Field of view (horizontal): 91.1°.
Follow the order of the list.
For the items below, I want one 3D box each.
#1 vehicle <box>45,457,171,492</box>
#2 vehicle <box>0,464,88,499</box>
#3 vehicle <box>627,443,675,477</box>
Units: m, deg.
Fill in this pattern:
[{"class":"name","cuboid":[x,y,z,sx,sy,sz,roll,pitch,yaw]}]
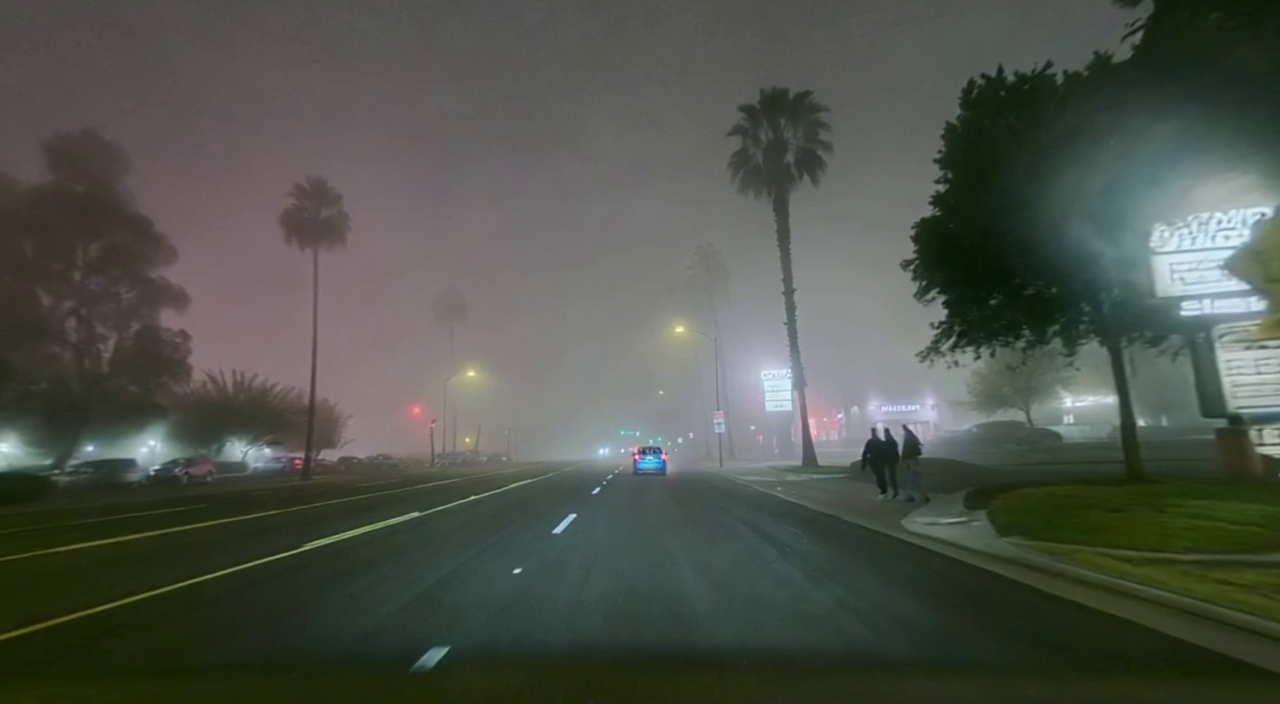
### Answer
[{"class":"vehicle","cuboid":[-27.872,6.410,32.982,4.756,1.727,1.994,0,-9,1]},{"class":"vehicle","cuboid":[-32.330,6.869,33.560,1.810,1.468,4.585,1,-8,-5]},{"class":"vehicle","cuboid":[0.472,5.176,30.354,2.144,1.514,4.063,0,-9,0]}]
